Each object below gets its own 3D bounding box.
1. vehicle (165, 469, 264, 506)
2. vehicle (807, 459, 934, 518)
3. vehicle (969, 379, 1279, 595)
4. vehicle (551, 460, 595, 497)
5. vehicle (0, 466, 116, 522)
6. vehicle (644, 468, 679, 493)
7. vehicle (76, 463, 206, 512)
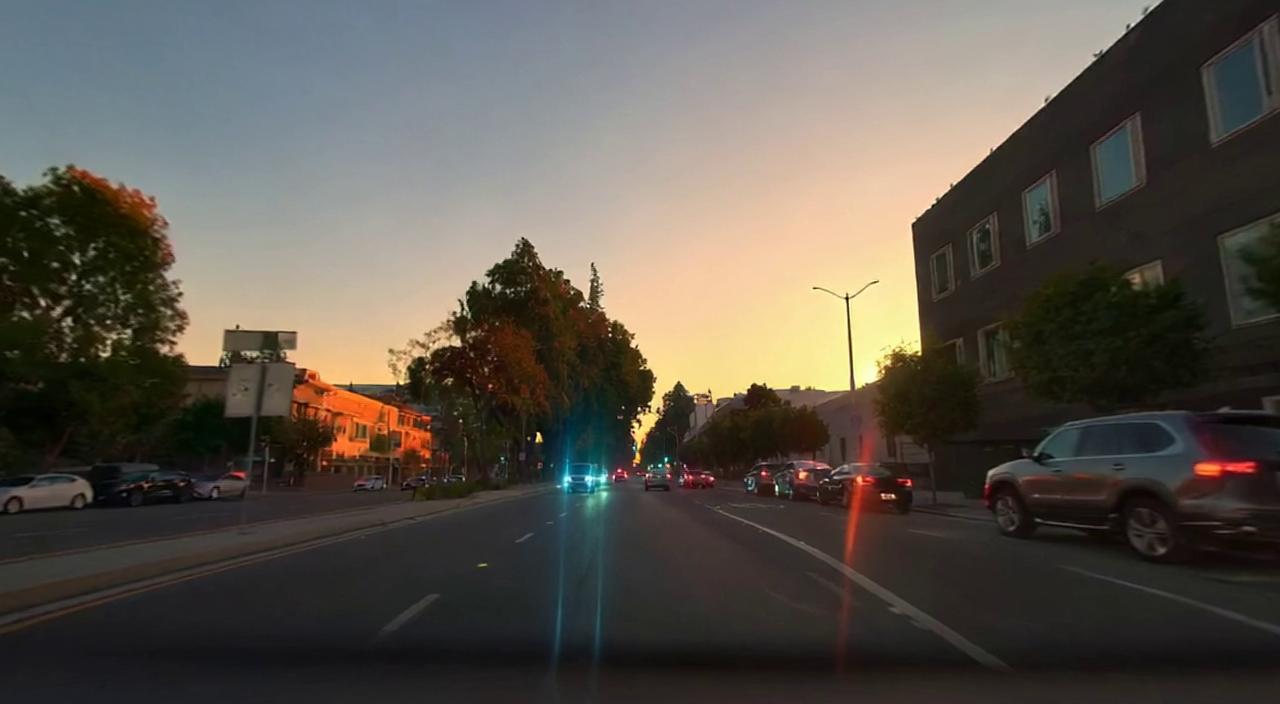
[{"bbox_3d":[-21.955,6.997,32.862,1.999,1.562,4.803,0,-8,-3],"label":"vehicle"},{"bbox_3d":[6.902,4.101,19.475,2.269,1.506,4.152,0,-8,-1],"label":"vehicle"},{"bbox_3d":[7.500,1.716,8.947,2.582,2.116,5.419,0,-8,-2],"label":"vehicle"},{"bbox_3d":[-4.007,7.632,38.566,2.223,1.957,4.845,0,-8,0],"label":"vehicle"},{"bbox_3d":[-21.474,4.925,22.262,1.943,1.642,4.818,0,-8,-2],"label":"vehicle"},{"bbox_3d":[1.535,9.509,46.933,2.201,1.589,3.843,0,-8,-4],"label":"vehicle"},{"bbox_3d":[-21.789,5.896,27.872,2.270,1.830,4.409,0,-8,-3],"label":"vehicle"}]
